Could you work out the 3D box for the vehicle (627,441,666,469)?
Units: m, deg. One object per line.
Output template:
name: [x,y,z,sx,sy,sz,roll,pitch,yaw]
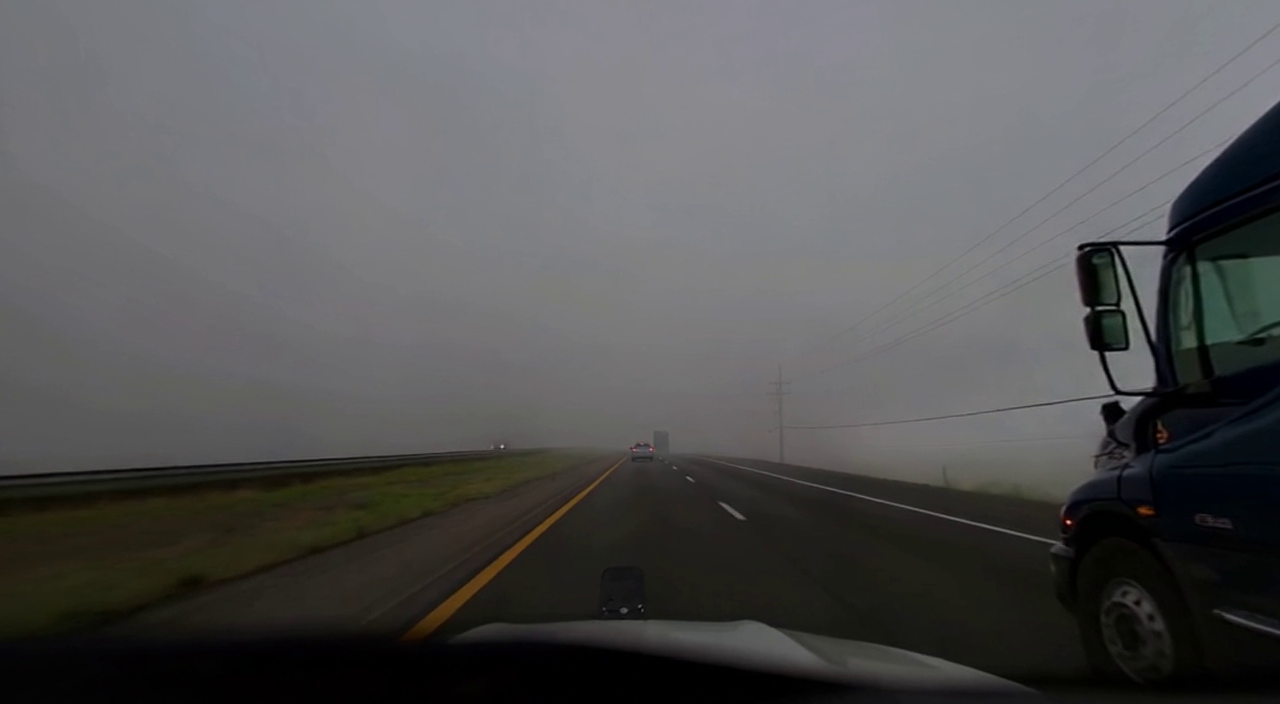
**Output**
vehicle: [0.375,6.098,37.588,2.192,1.556,4.132,-1,-9,0]
